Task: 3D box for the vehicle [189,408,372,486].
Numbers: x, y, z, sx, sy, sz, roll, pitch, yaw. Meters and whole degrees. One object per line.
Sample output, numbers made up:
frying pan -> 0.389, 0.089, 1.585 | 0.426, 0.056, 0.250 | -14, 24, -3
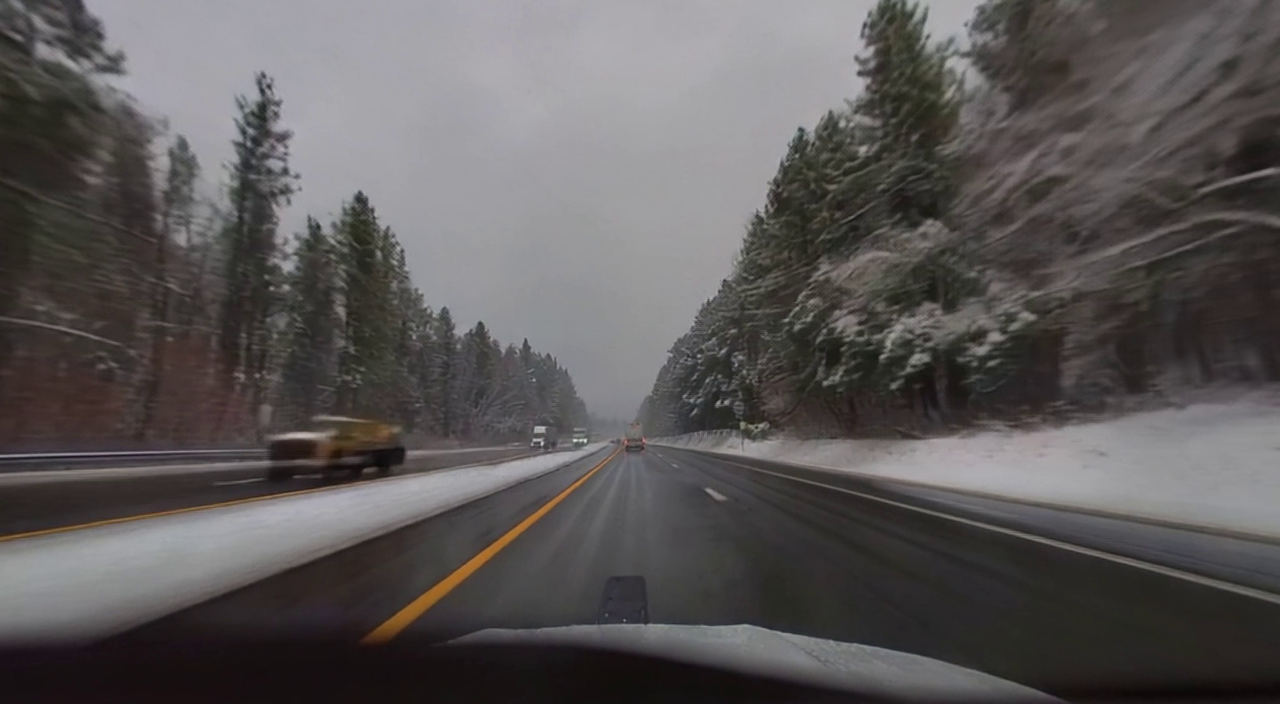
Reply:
vehicle -> -9.542, 2.602, 17.378 | 2.147, 1.836, 4.829 | 0, -8, 0
